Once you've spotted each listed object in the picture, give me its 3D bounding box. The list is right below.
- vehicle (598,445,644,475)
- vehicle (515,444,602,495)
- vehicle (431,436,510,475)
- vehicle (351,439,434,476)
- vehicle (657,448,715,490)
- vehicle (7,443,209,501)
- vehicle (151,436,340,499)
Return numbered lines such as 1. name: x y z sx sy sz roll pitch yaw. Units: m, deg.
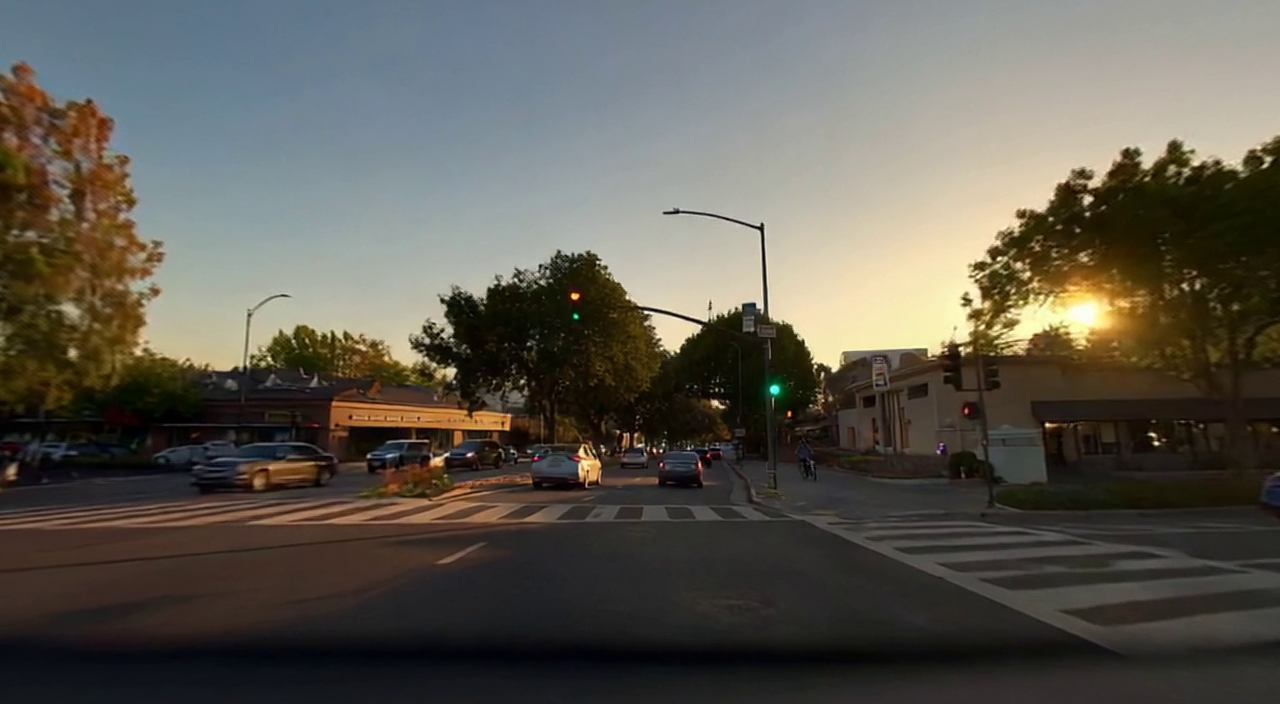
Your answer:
1. vehicle: -0.969 5.962 35.075 1.887 1.517 4.254 -1 -9 8
2. vehicle: -2.542 3.763 20.724 1.921 1.477 4.083 -1 -9 6
3. vehicle: -8.812 5.423 33.313 2.221 1.856 4.847 -1 -9 8
4. vehicle: -12.559 5.378 32.426 1.961 1.731 4.450 -1 -9 8
5. vehicle: 1.819 4.492 24.678 2.085 1.475 3.976 -1 -9 5
6. vehicle: -15.322 3.439 18.586 1.896 1.455 4.257 -2 -8 9
7. vehicle: -10.905 3.202 18.006 1.923 1.516 4.727 -1 -9 8
